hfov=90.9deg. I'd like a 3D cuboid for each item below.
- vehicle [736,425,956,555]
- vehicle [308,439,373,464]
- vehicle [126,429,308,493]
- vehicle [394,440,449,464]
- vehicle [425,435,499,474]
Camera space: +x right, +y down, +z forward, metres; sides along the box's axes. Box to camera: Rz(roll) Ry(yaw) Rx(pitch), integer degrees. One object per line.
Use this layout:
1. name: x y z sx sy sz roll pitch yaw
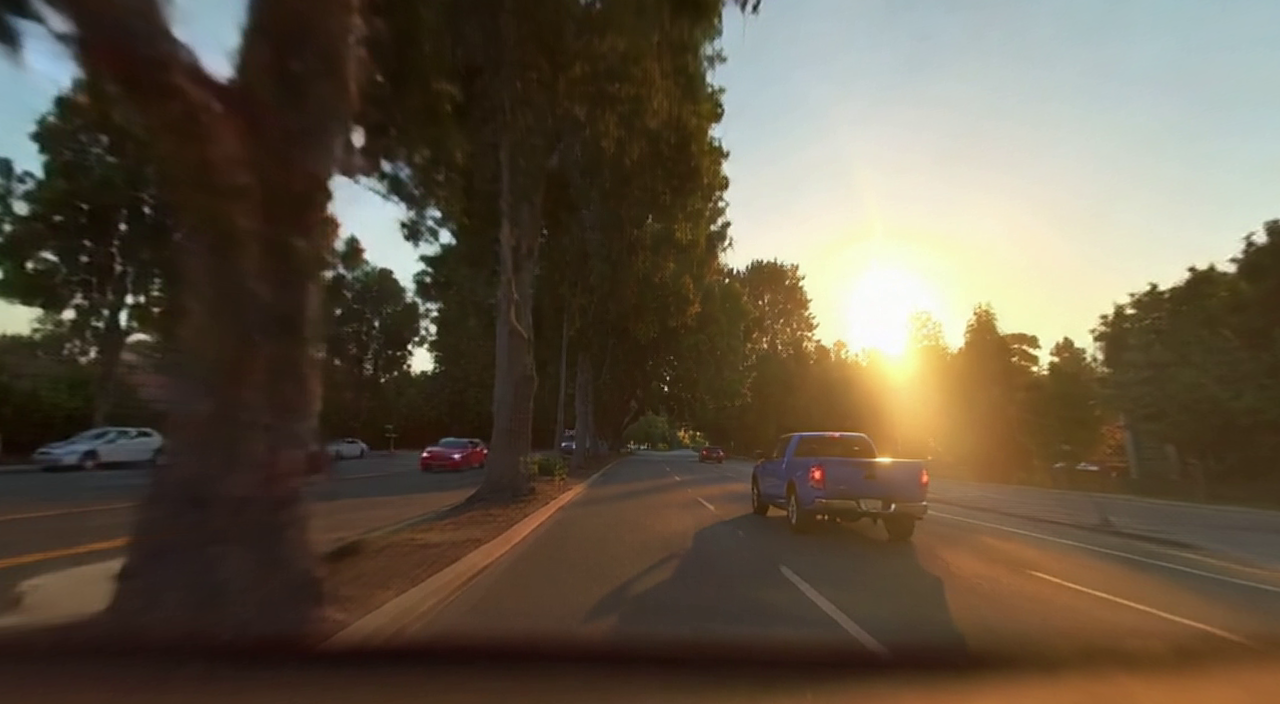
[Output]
1. vehicle: 3.105 2.182 10.773 2.108 1.712 4.616 0 -8 -1
2. vehicle: -18.784 6.277 39.767 1.908 1.471 4.556 0 -8 -1
3. vehicle: -11.285 2.935 17.280 1.999 1.519 4.249 0 -8 1
4. vehicle: -14.296 6.596 41.564 1.981 1.485 4.614 0 -8 0
5. vehicle: -8.104 4.728 29.215 2.121 1.639 4.525 0 -8 0
